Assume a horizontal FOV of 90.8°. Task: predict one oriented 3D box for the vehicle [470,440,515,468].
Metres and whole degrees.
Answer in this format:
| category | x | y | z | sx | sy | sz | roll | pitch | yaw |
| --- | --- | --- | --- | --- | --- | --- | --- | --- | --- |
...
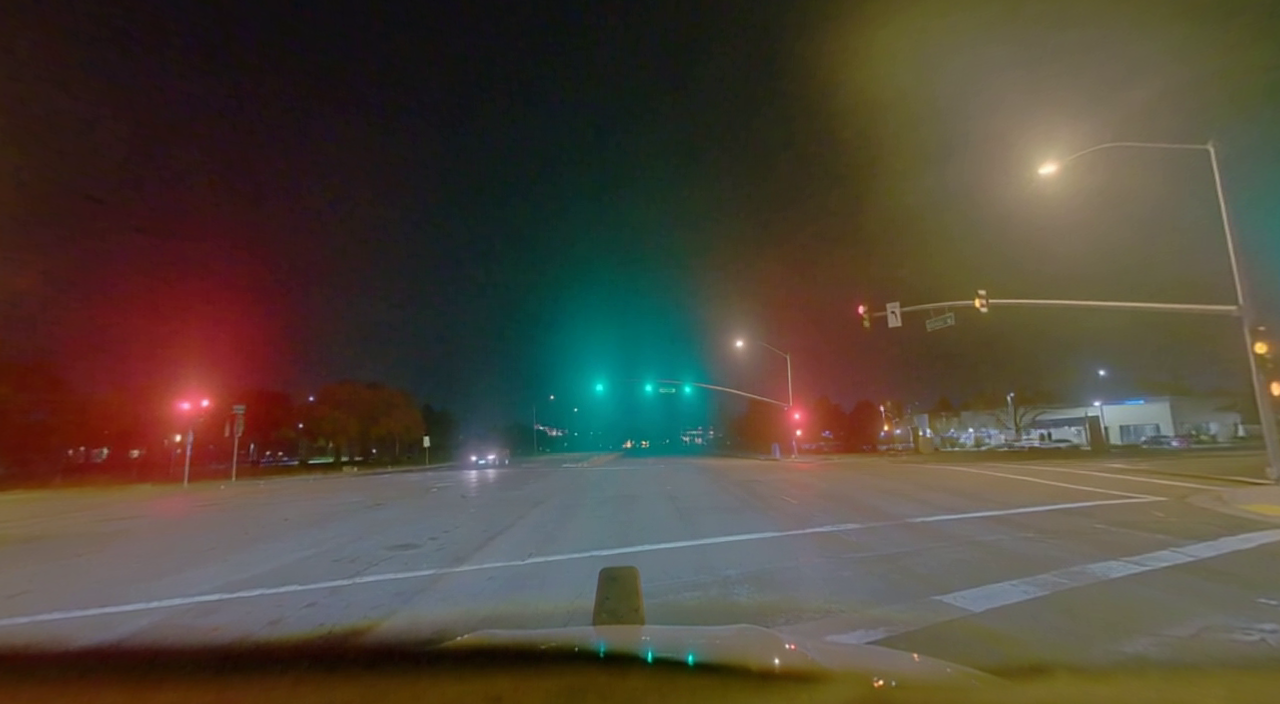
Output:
| category | x | y | z | sx | sy | sz | roll | pitch | yaw |
| --- | --- | --- | --- | --- | --- | --- | --- | --- | --- |
| vehicle | -9.729 | 6.750 | 41.992 | 1.988 | 1.692 | 4.412 | 0 | -8 | 0 |
